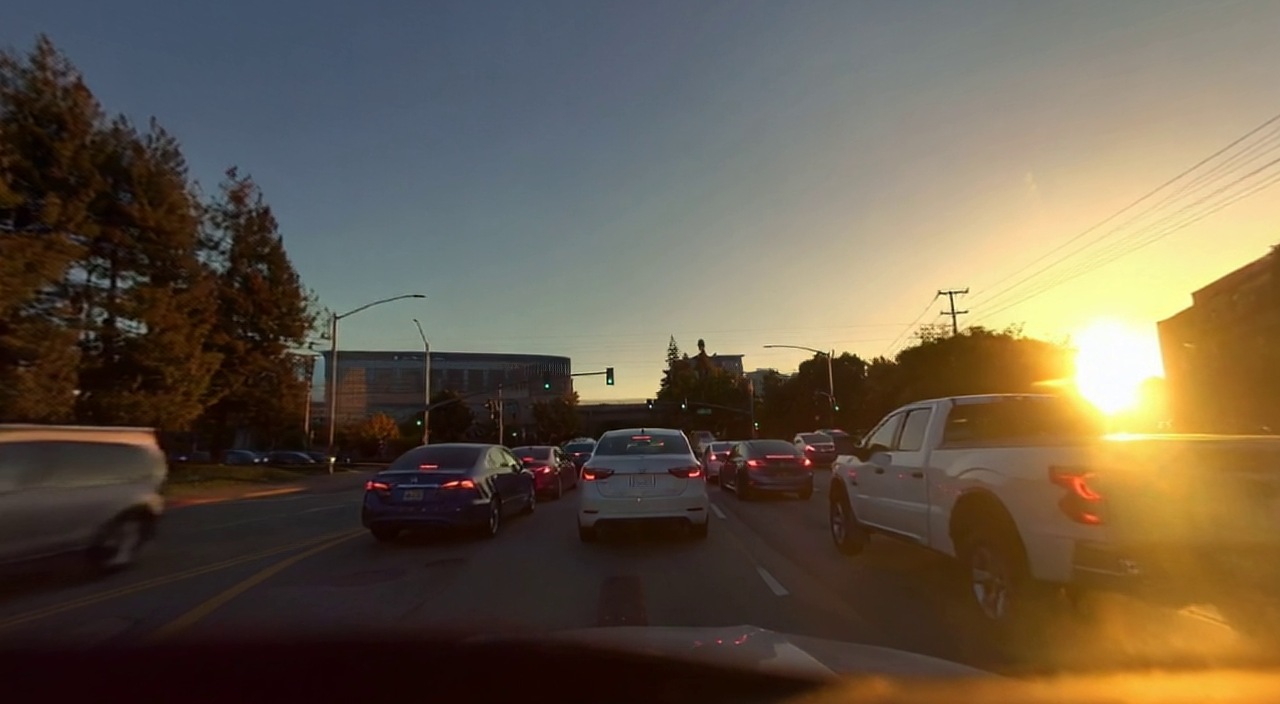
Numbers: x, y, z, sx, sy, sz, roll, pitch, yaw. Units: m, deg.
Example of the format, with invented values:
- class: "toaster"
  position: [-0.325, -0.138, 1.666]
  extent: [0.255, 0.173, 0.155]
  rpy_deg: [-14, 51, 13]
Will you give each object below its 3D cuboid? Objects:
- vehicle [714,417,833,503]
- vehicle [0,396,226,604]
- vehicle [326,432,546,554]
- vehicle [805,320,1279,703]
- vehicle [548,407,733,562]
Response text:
- class: "vehicle"
  position: [3.654, 3.112, 18.567]
  extent: [2.408, 2.100, 5.668]
  rpy_deg: [0, -9, 2]
- class: "vehicle"
  position: [-6.952, 1.465, 6.487]
  extent: [2.159, 1.885, 4.661]
  rpy_deg: [0, -9, 0]
- class: "vehicle"
  position: [-2.878, 2.087, 10.062]
  extent: [2.023, 1.494, 4.259]
  rpy_deg: [0, -9, 1]
- class: "vehicle"
  position: [3.410, 1.215, 5.675]
  extent: [2.317, 1.857, 5.940]
  rpy_deg: [0, -9, 1]
- class: "vehicle"
  position: [0.063, 1.811, 9.260]
  extent: [2.113, 1.768, 3.901]
  rpy_deg: [0, -9, 2]
